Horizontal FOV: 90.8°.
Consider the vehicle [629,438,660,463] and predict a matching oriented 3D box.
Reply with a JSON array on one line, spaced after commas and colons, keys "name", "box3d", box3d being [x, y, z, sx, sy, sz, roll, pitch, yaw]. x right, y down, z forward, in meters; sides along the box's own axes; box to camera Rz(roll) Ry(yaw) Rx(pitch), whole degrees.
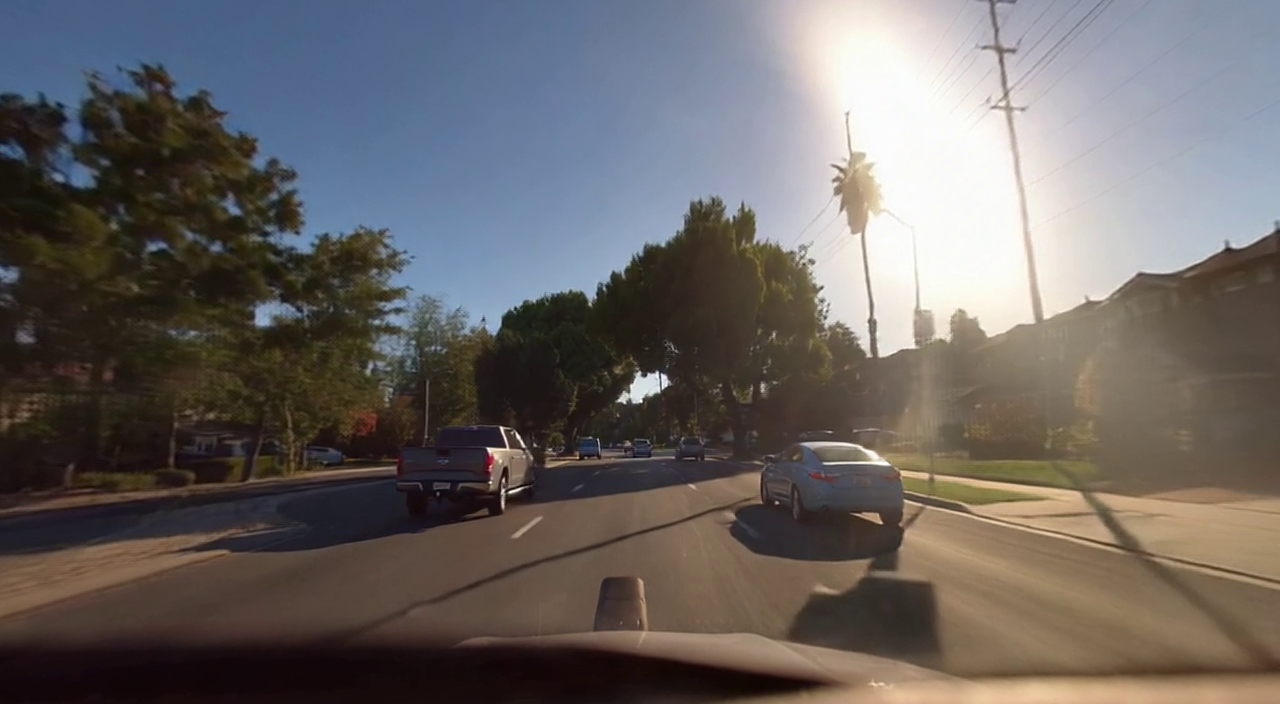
[{"name": "vehicle", "box3d": [0.238, 6.713, 43.216, 1.997, 1.636, 3.760, 0, -8, -2]}]

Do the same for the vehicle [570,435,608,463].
[{"name": "vehicle", "box3d": [-3.502, 6.785, 44.239, 2.218, 1.829, 4.492, 0, -8, 0]}]

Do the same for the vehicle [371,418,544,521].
[{"name": "vehicle", "box3d": [-3.524, 2.400, 13.475, 2.111, 1.745, 5.274, 0, -8, 0]}]

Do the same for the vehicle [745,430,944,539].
[{"name": "vehicle", "box3d": [3.138, 2.120, 10.753, 1.884, 1.463, 4.195, 0, -8, -1]}]

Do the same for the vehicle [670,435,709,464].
[{"name": "vehicle", "box3d": [3.291, 6.587, 42.963, 2.099, 1.845, 4.363, 0, -8, -2]}]
